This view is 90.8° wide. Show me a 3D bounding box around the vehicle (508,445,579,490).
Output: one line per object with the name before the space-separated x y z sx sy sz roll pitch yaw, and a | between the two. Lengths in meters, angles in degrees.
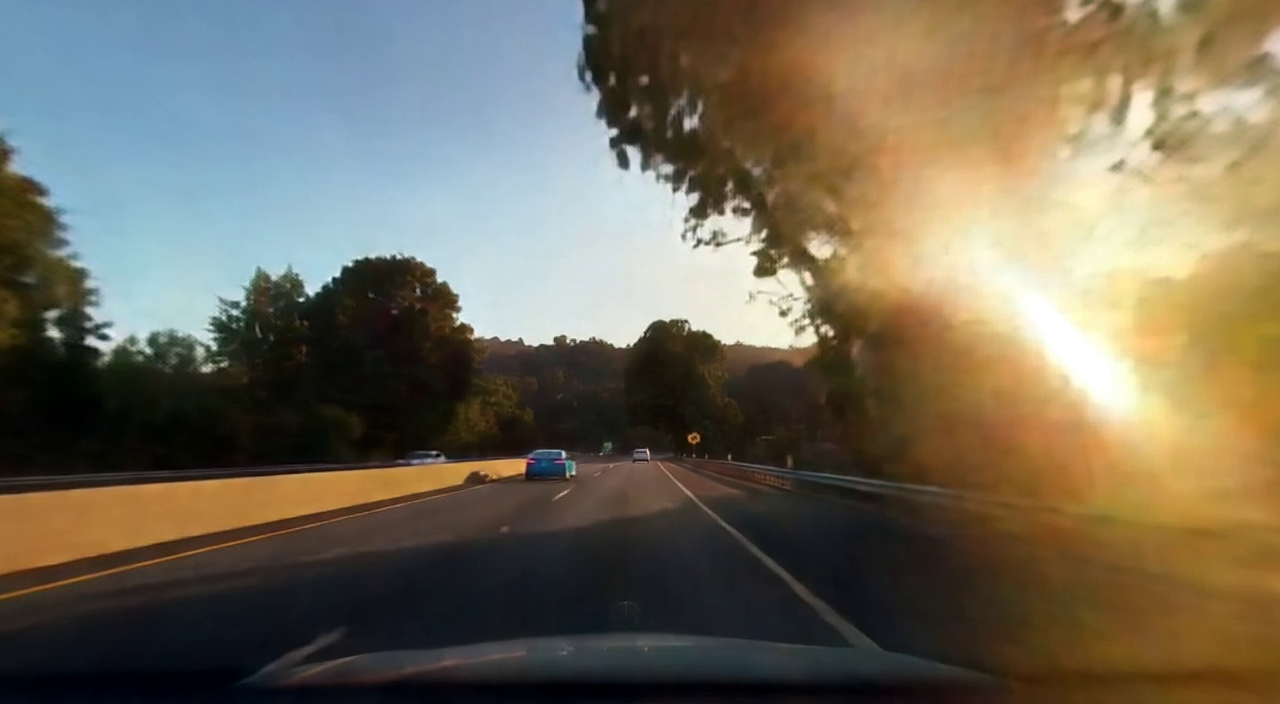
vehicle | -3.655 4.446 24.657 2.088 1.586 4.000 0 -9 1
